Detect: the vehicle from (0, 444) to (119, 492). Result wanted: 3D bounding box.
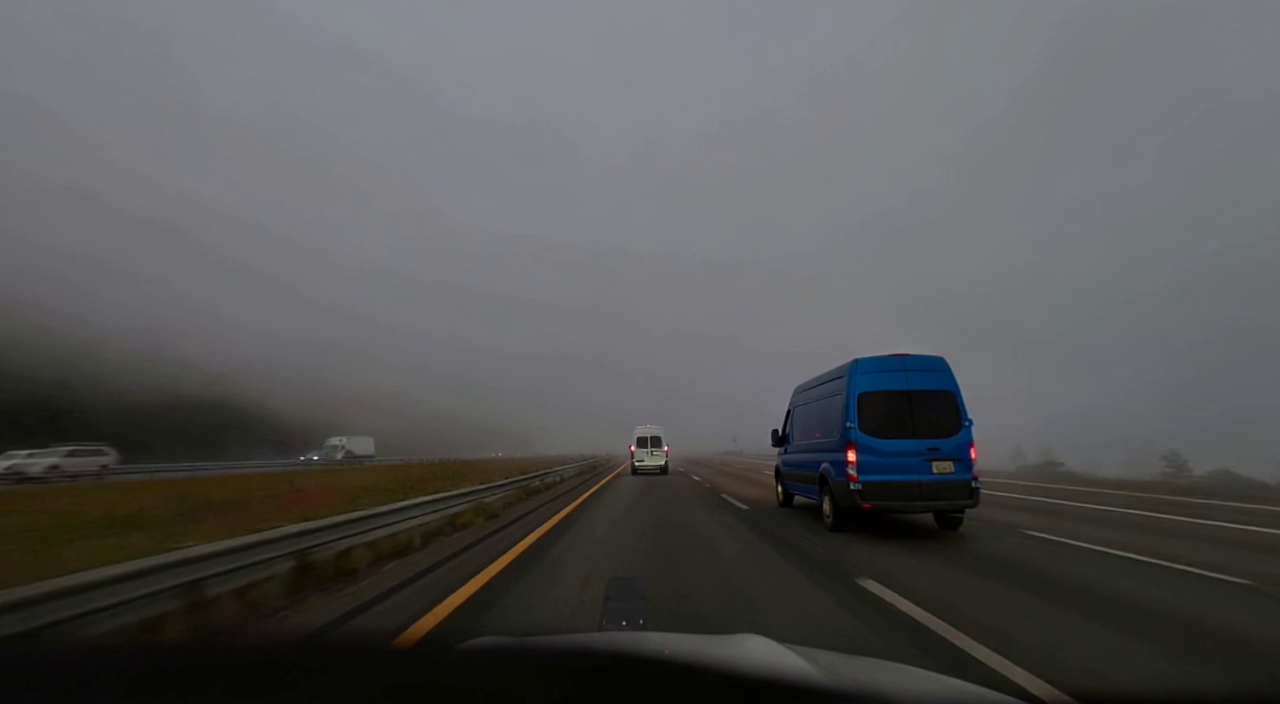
[{"bbox_3d":[-24.341,4.630,25.636,2.029,1.763,4.915,0,-8,2],"label":"vehicle"}]

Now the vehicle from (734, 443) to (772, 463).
[{"bbox_3d":[8.556,7.689,48.096,1.970,1.452,4.419,0,-8,-1],"label":"vehicle"}]

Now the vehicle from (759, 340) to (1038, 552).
[{"bbox_3d":[3.833,1.625,11.124,2.302,2.670,6.176,0,-8,0],"label":"vehicle"}]

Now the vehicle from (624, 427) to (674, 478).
[{"bbox_3d":[0.382,4.586,28.883,2.131,2.122,4.473,0,-8,0],"label":"vehicle"}]

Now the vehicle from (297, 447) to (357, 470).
[{"bbox_3d":[-24.365,8.281,49.313,2.041,1.704,4.905,0,-8,1],"label":"vehicle"}]
